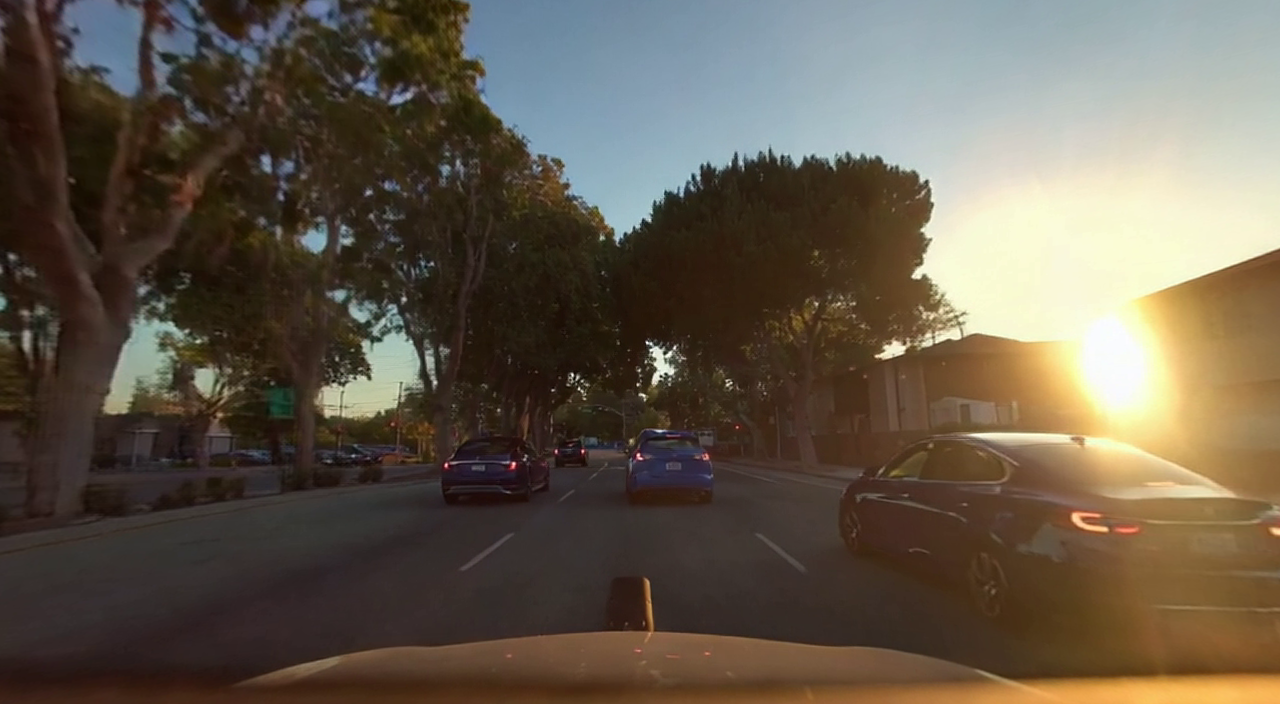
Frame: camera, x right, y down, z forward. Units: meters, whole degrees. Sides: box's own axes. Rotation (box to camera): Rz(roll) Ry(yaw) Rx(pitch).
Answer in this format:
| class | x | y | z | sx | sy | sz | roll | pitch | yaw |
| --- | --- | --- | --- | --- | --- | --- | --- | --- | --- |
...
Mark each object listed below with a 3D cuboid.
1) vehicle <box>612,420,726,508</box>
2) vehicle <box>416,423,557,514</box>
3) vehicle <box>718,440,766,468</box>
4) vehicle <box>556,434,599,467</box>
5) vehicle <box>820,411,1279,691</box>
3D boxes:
| class | x | y | z | sx | sy | sz | roll | pitch | yaw |
| --- | --- | --- | --- | --- | --- | --- | --- | --- | --- |
| vehicle | 0.526 | 2.555 | 14.846 | 2.280 | 1.747 | 4.361 | 0 | -8 | -1 |
| vehicle | -3.186 | 2.532 | 14.213 | 2.043 | 1.687 | 4.676 | 0 | -8 | 0 |
| vehicle | 5.752 | 5.823 | 36.118 | 2.010 | 1.486 | 4.498 | 0 | -8 | 0 |
| vehicle | -3.460 | 5.545 | 35.704 | 2.014 | 1.755 | 4.360 | 0 | -8 | 0 |
| vehicle | 3.399 | 1.410 | 5.777 | 2.017 | 1.491 | 4.611 | 0 | -8 | -2 |
